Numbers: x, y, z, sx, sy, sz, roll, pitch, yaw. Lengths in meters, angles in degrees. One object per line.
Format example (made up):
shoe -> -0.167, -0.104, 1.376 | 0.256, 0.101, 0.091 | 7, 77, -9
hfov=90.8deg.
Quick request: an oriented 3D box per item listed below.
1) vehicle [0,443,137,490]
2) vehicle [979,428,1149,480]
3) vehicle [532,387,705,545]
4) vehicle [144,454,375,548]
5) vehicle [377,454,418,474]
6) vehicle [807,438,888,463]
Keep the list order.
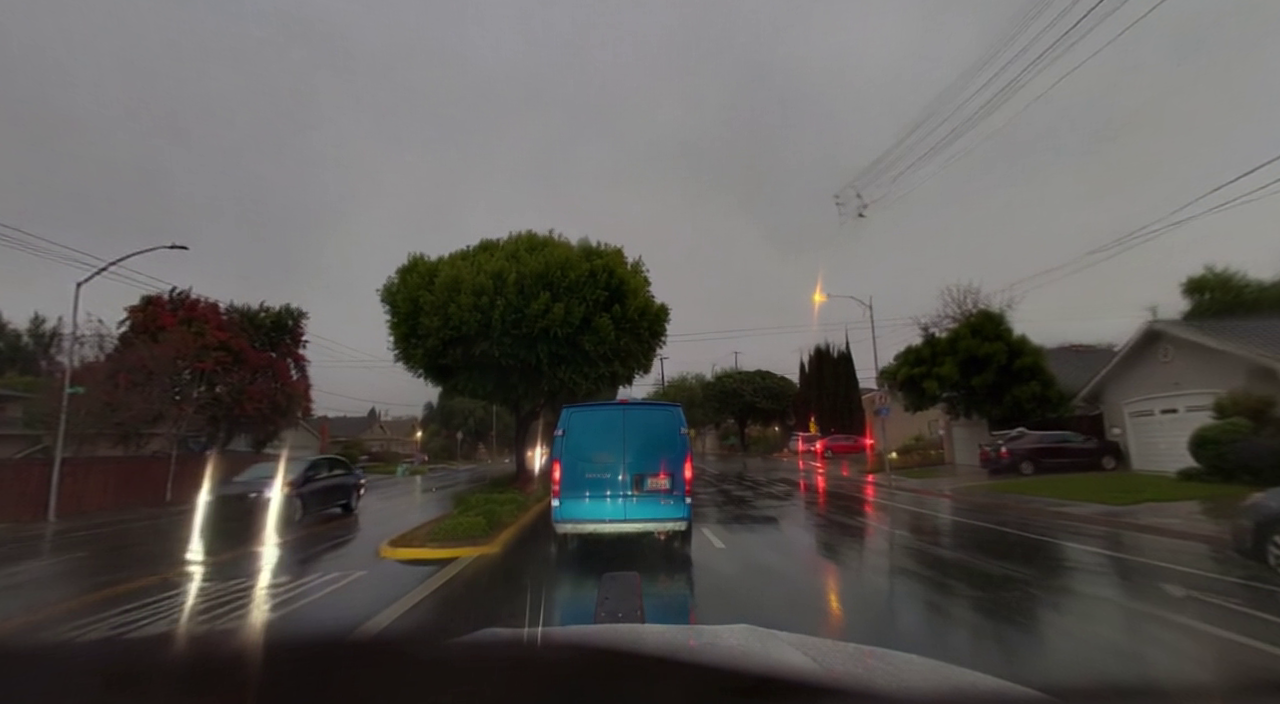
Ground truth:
vehicle -> -26.943, 5.293, 29.409 | 5.026, 2.017, 2.215 | 0, -9, -2
vehicle -> 13.136, 3.163, 19.760 | 3.916, 1.517, 1.887 | 0, -9, -2
vehicle -> -0.335, 1.917, 11.132 | 2.342, 2.142, 4.809 | 0, -9, -1
vehicle -> -7.288, 2.846, 12.801 | 1.962, 1.481, 4.434 | 0, -9, -1
vehicle -> -18.131, 8.349, 47.345 | 1.633, 1.398, 3.729 | 0, -9, 0
vehicle -> 13.097, 6.238, 40.040 | 4.483, 1.463, 1.805 | 0, -9, -1
